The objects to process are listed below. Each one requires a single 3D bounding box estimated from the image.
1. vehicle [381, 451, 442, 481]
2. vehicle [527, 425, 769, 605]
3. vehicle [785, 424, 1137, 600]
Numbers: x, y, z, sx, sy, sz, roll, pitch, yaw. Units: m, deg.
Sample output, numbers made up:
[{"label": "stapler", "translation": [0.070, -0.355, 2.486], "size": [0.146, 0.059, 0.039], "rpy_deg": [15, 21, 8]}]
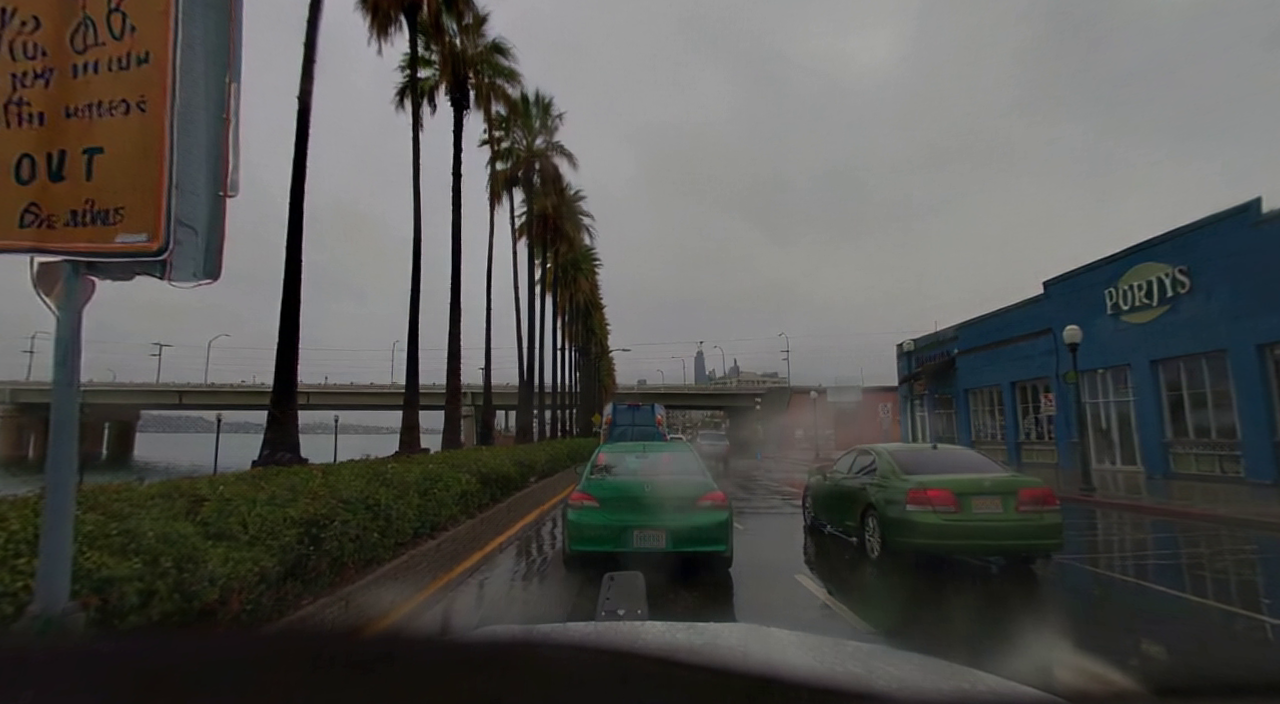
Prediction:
[{"label": "vehicle", "translation": [-14.945, 7.478, 41.682], "size": [2.104, 1.802, 4.852], "rpy_deg": [0, -9, 1]}, {"label": "vehicle", "translation": [0.064, 1.661, 7.255], "size": [2.048, 1.503, 3.681], "rpy_deg": [0, -9, 0]}, {"label": "vehicle", "translation": [3.285, 1.714, 7.709], "size": [1.920, 1.490, 4.417], "rpy_deg": [0, -9, -1]}]
